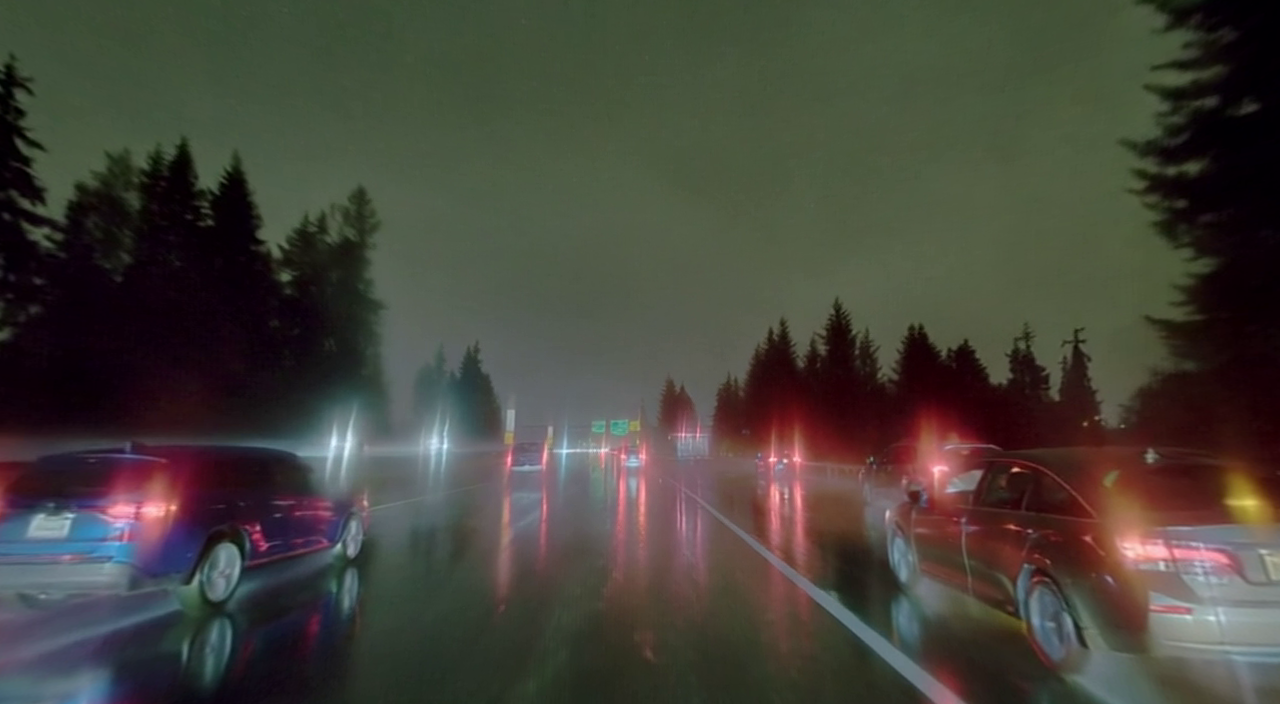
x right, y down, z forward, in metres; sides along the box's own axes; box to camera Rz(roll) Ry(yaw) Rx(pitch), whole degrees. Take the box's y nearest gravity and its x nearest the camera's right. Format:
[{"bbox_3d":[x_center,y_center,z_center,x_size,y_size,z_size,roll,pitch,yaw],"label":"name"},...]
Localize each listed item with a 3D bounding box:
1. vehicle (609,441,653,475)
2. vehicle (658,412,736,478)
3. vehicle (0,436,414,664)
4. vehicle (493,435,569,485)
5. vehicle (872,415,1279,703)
[{"bbox_3d":[-0.483,5.634,33.693,2.235,1.682,4.094,0,-9,-1],"label":"vehicle"},{"bbox_3d":[3.048,5.606,37.896,3.426,3.279,12.313,0,-9,-1],"label":"vehicle"},{"bbox_3d":[-4.061,1.584,6.224,1.947,1.424,4.264,0,-9,2],"label":"vehicle"},{"bbox_3d":[-4.235,4.305,25.345,2.176,1.783,4.799,0,-9,0],"label":"vehicle"},{"bbox_3d":[3.114,1.183,3.462,2.031,1.504,4.327,0,-9,0],"label":"vehicle"}]
